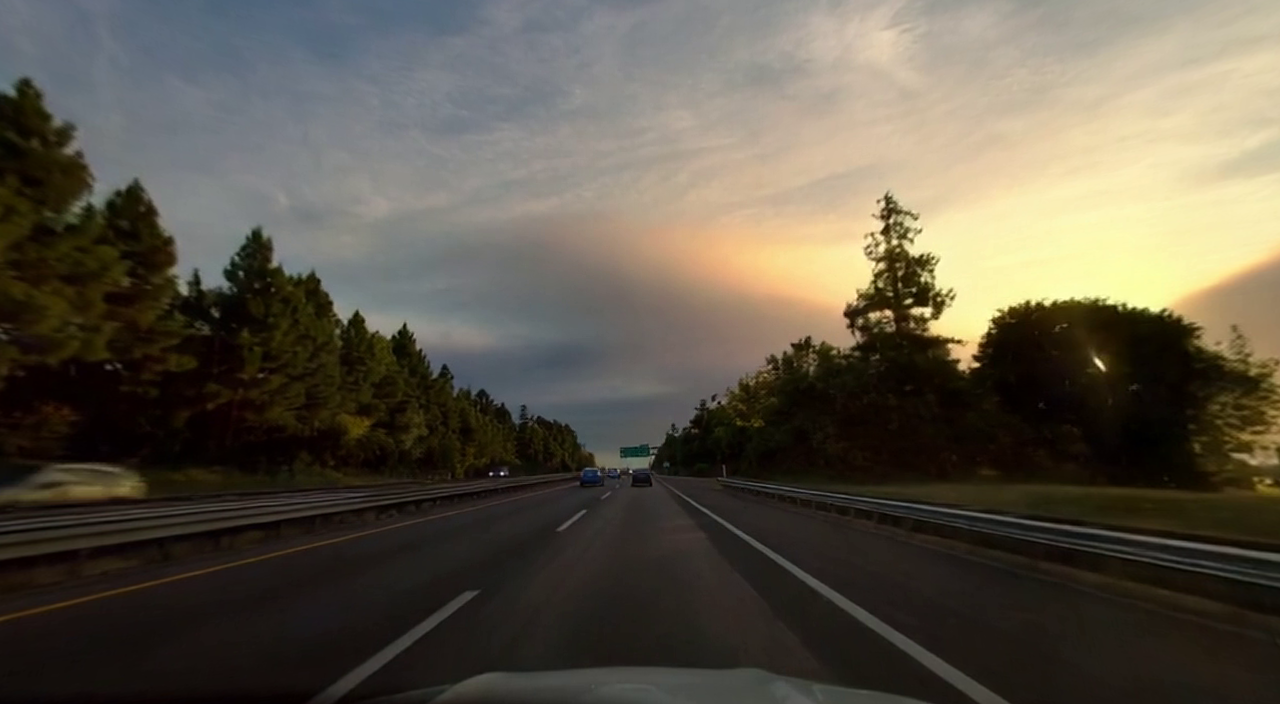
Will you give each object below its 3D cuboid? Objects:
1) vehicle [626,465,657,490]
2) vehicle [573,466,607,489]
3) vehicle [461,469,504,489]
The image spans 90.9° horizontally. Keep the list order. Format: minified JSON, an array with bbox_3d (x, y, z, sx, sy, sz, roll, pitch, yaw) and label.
[{"bbox_3d":[0.108,8.889,44.737,2.065,1.596,3.869,1,-11,1],"label":"vehicle"},{"bbox_3d":[-3.467,8.817,44.466,2.047,1.523,4.279,1,-11,1],"label":"vehicle"},{"bbox_3d":[-12.229,9.870,49.112,2.262,1.458,4.250,1,-10,-1],"label":"vehicle"}]
